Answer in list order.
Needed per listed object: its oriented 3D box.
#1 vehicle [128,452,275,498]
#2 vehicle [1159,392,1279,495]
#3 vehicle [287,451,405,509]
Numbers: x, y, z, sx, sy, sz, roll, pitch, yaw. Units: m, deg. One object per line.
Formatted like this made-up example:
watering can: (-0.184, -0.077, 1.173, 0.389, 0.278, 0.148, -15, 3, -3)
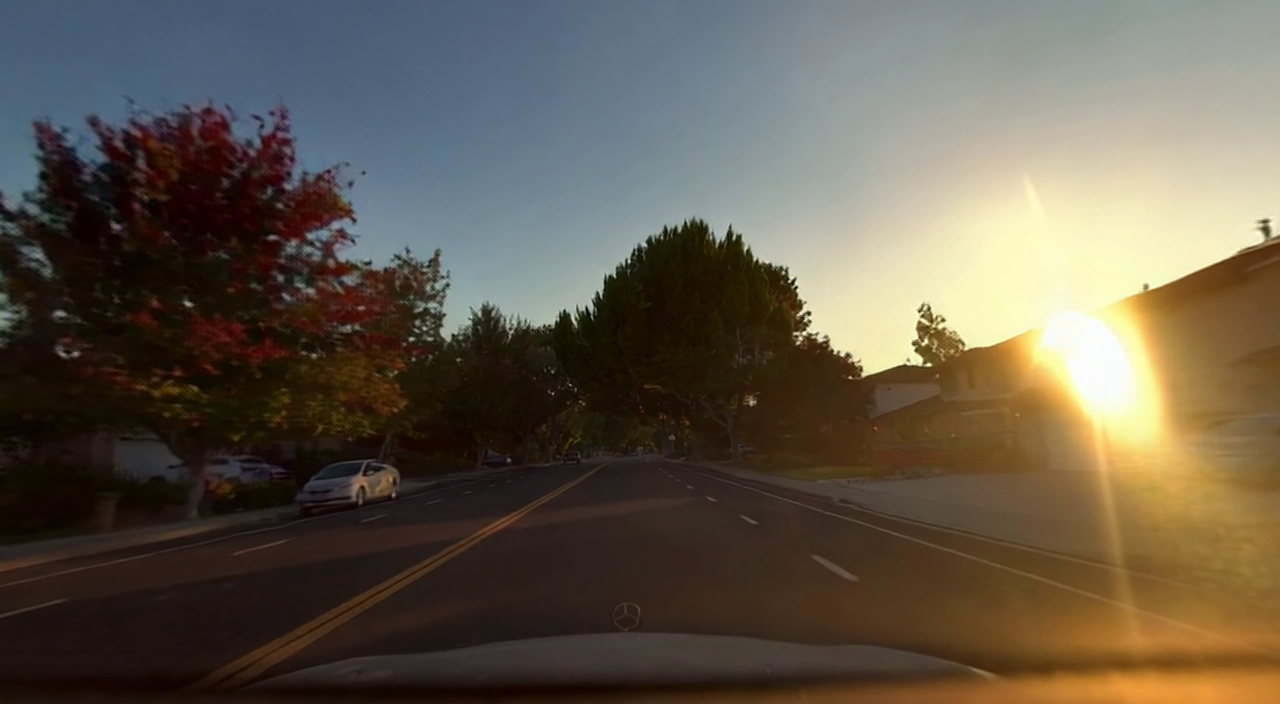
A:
vehicle: (-19.599, 5.486, 28.449, 4.802, 1.868, 2.395, -1, -9, -2)
vehicle: (13.948, 1.867, 13.037, 4.441, 1.932, 2.243, 0, -8, -1)
vehicle: (-9.733, 4.224, 21.353, 1.931, 1.465, 4.683, -5, -8, -3)
